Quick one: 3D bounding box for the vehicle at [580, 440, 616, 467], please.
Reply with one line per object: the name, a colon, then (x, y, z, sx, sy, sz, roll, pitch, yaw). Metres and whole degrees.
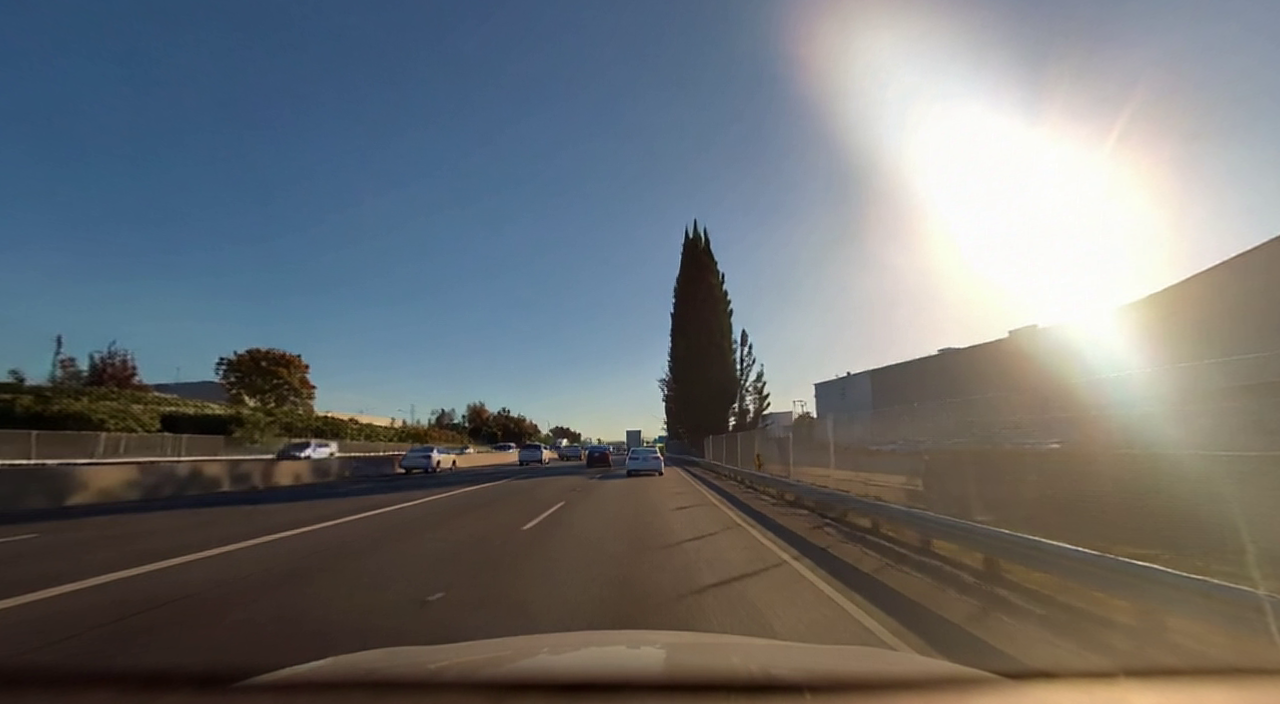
vehicle: (-2.993, 7.337, 45.697, 2.108, 1.832, 4.549, 0, -8, 2)

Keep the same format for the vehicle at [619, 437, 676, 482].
vehicle: (0.297, 4.352, 25.948, 2.136, 1.678, 4.052, 0, -8, 1)

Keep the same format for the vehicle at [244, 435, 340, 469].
vehicle: (-23.772, 6.863, 43.568, 2.684, 2.091, 6.612, 0, -8, 2)

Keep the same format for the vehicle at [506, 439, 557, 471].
vehicle: (-6.452, 6.142, 37.948, 2.105, 1.790, 4.689, 0, -8, 2)

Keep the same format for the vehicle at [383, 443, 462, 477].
vehicle: (-10.455, 5.200, 30.758, 1.910, 1.501, 5.004, 0, -8, 2)
